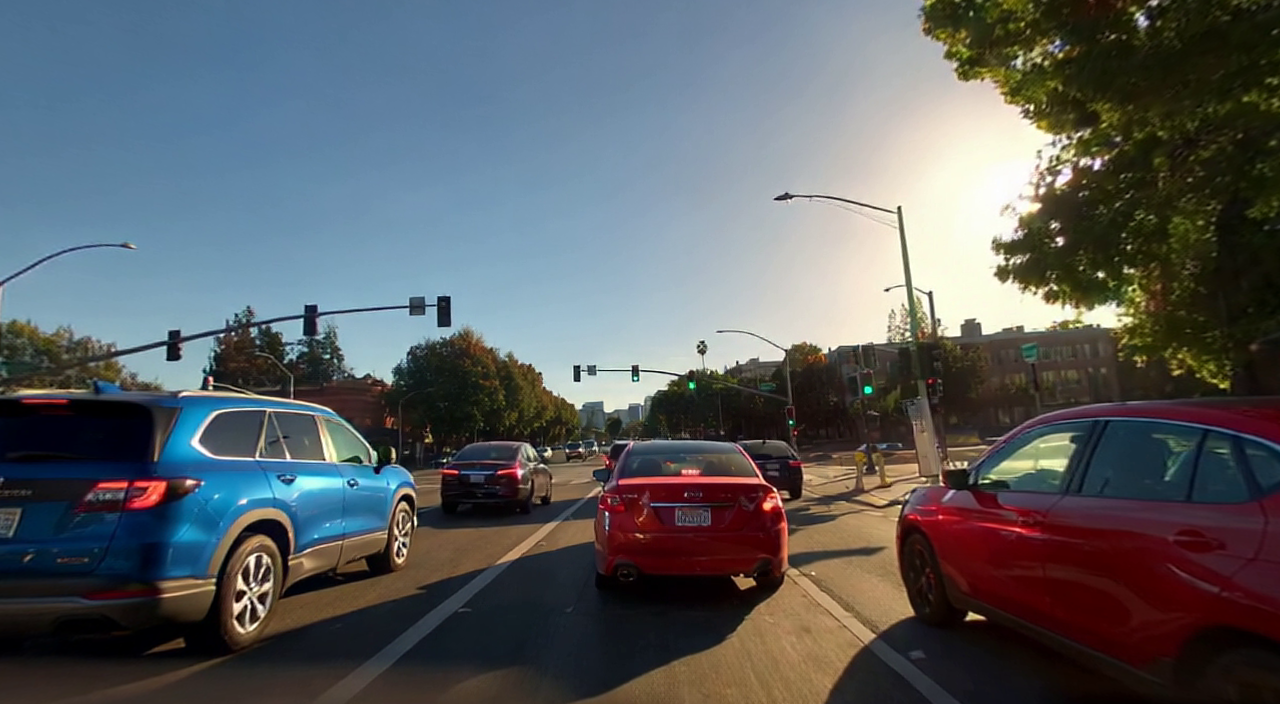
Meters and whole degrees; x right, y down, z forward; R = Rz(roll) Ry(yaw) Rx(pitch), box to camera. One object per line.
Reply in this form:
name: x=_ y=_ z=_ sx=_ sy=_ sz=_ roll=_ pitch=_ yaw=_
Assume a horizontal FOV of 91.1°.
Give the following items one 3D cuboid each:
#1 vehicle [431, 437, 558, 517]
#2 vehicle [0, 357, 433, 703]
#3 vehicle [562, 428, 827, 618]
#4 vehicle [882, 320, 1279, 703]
vehicle: x=-3.076 y=2.716 z=14.209 sx=1.868 sy=1.516 sz=4.114 roll=0 pitch=-8 yaw=0
vehicle: x=-3.443 y=1.216 z=5.237 sx=1.889 sy=1.767 sz=4.289 roll=0 pitch=-8 yaw=1
vehicle: x=0.422 y=1.623 z=6.906 sx=2.051 sy=1.460 sz=3.932 roll=0 pitch=-8 yaw=0
vehicle: x=3.056 y=0.941 z=3.163 sx=1.880 sy=1.747 sz=4.500 roll=0 pitch=-8 yaw=0
